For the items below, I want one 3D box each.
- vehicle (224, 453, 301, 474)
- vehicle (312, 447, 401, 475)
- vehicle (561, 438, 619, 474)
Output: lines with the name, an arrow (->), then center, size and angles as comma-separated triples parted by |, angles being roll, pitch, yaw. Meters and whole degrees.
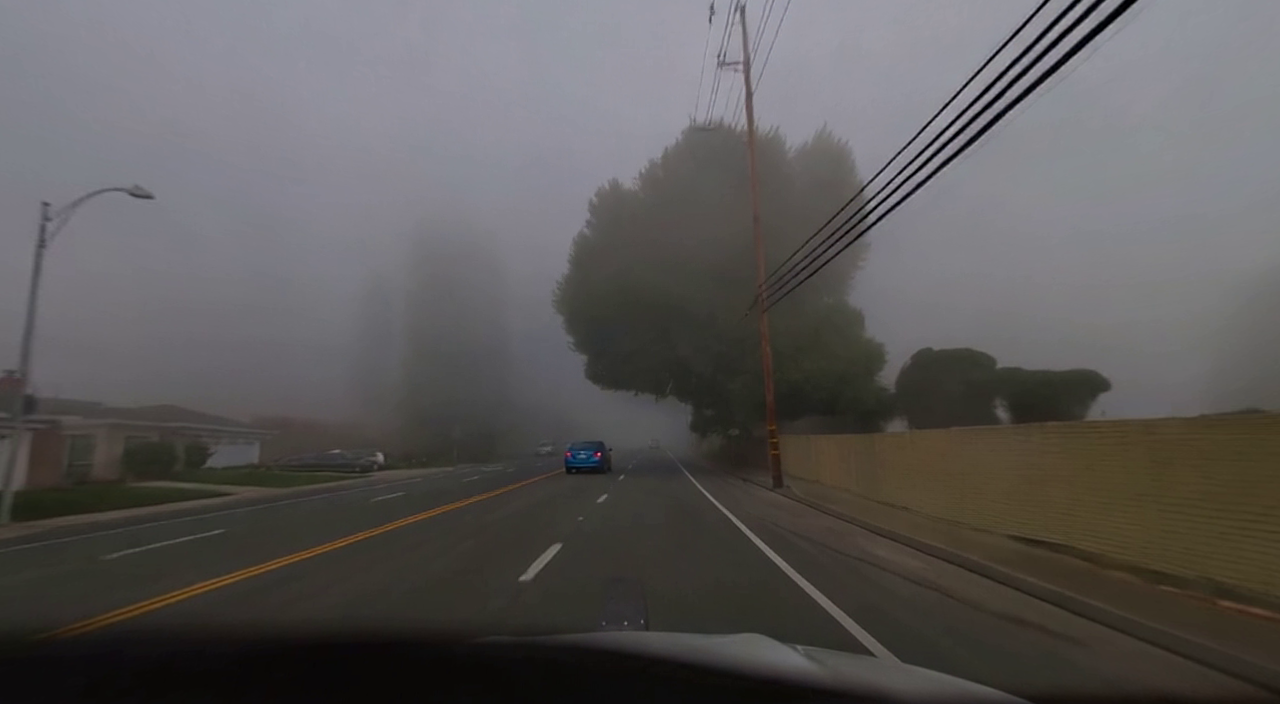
vehicle -> -26.951, 7.966, 45.127 | 4.223, 1.458, 1.969 | 0, -9, 1
vehicle -> -19.111, 7.318, 42.599 | 4.847, 1.759, 2.382 | -1, -9, 7
vehicle -> -2.213, 4.784, 29.357 | 2.085, 1.512, 5.023 | 0, -8, 2
